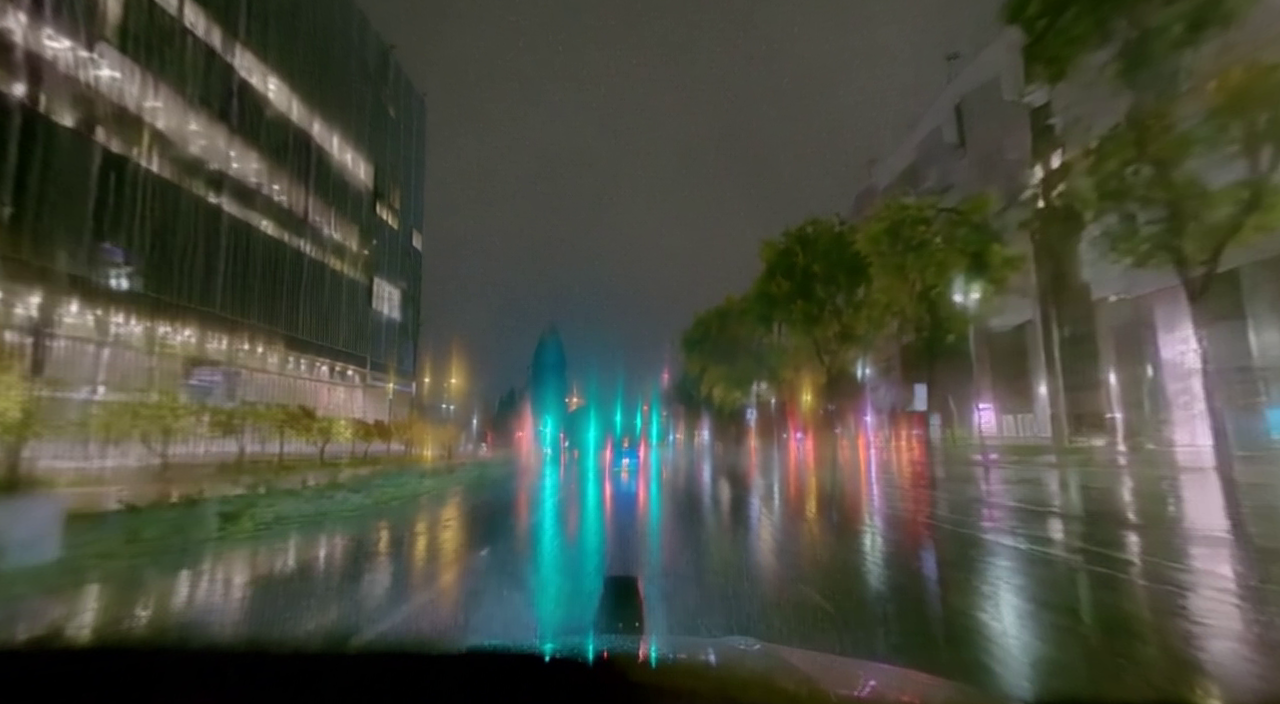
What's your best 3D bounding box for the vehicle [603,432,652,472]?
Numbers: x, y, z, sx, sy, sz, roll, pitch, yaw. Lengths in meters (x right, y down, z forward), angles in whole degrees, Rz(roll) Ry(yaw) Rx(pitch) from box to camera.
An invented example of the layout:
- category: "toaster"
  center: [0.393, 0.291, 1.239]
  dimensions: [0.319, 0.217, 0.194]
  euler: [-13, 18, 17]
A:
- category: "vehicle"
  center: [-0.614, 5.027, 32.024]
  dimensions: [2.313, 1.860, 4.319]
  euler: [0, -8, 0]
